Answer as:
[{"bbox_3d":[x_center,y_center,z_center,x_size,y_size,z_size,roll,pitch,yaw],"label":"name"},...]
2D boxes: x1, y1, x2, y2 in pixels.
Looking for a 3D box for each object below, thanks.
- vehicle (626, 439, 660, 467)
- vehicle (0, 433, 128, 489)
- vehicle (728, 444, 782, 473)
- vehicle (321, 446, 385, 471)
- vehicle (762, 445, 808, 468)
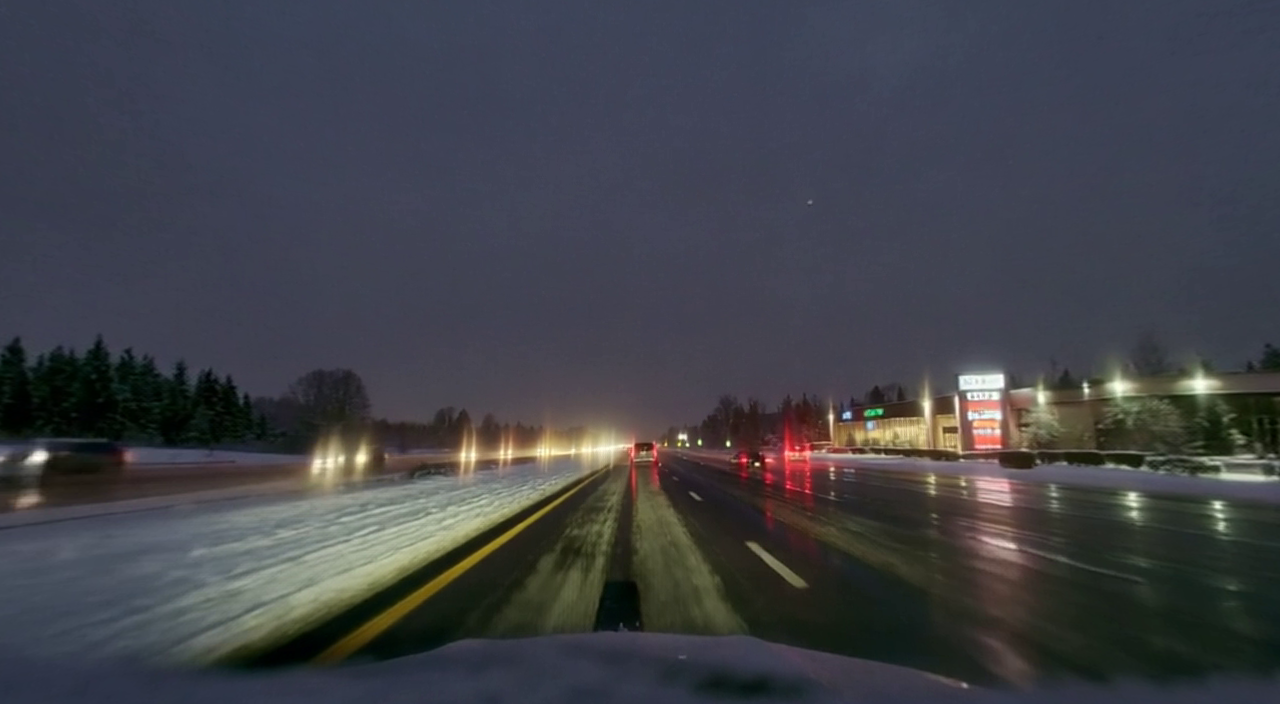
[{"bbox_3d":[0.162,6.895,43.154,2.154,1.786,5.045,0,-9,-2],"label":"vehicle"},{"bbox_3d":[-21.590,3.891,22.861,2.007,1.811,4.925,0,-9,-1],"label":"vehicle"},{"bbox_3d":[6.177,5.779,34.527,1.976,1.477,4.448,0,-9,-2],"label":"vehicle"},{"bbox_3d":[-18.361,6.789,40.672,1.995,1.499,4.699,0,-9,-1],"label":"vehicle"},{"bbox_3d":[10.029,7.230,43.970,1.953,1.473,4.512,0,-9,-2],"label":"vehicle"}]
